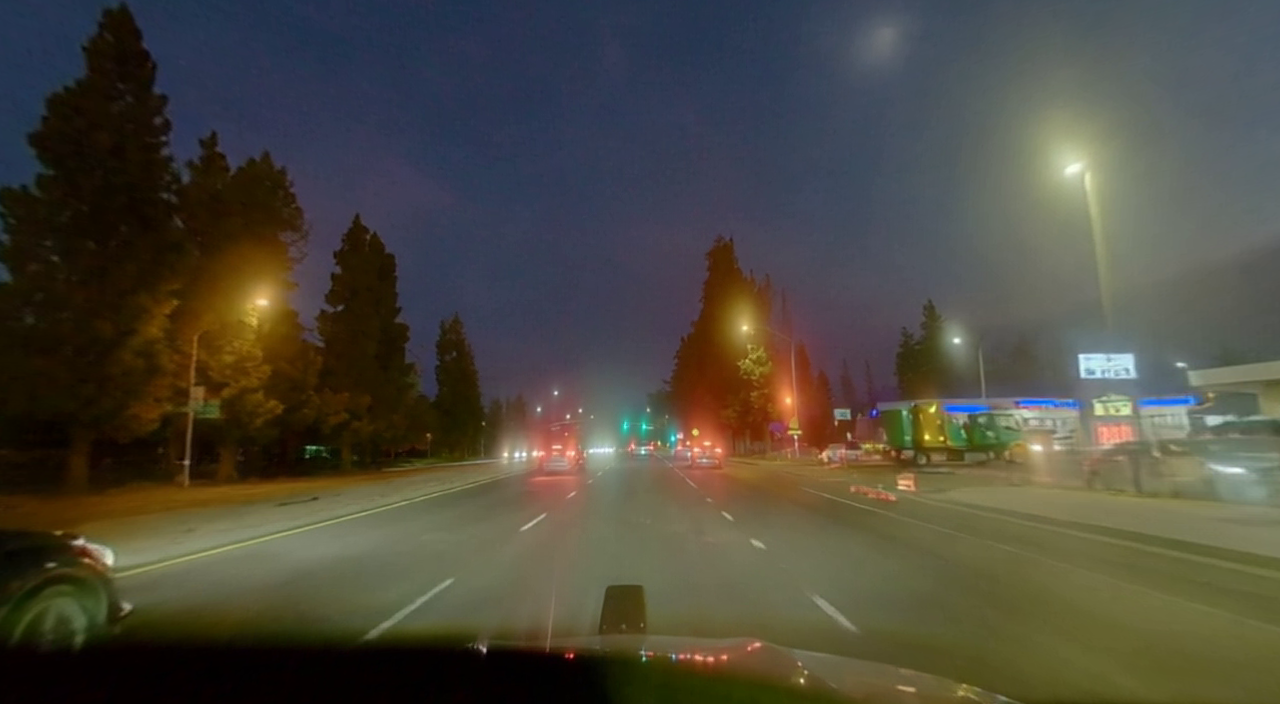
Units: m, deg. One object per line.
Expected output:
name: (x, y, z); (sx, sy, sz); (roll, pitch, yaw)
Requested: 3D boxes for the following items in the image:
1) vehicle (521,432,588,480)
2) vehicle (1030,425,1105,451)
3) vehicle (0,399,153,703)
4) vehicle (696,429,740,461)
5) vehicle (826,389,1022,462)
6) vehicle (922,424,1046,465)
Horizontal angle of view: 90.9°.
vehicle: (-3.200, 3.996, 24.400); (2.038, 1.682, 4.399); (0, -8, -1)
vehicle: (29.281, 5.933, 43.380); (1.865, 1.679, 4.654); (0, -8, 0)
vehicle: (-4.045, 0.856, 2.060); (1.856, 1.540, 3.733); (0, -8, 1)
vehicle: (5.759, 7.011, 47.654); (2.653, 2.231, 6.793); (0, -8, 1)
vehicle: (15.002, 3.958, 33.779); (8.949, 3.673, 3.044); (0, -8, -2)
vehicle: (15.752, 4.274, 29.100); (1.874, 1.694, 4.535); (7, -11, -38)
